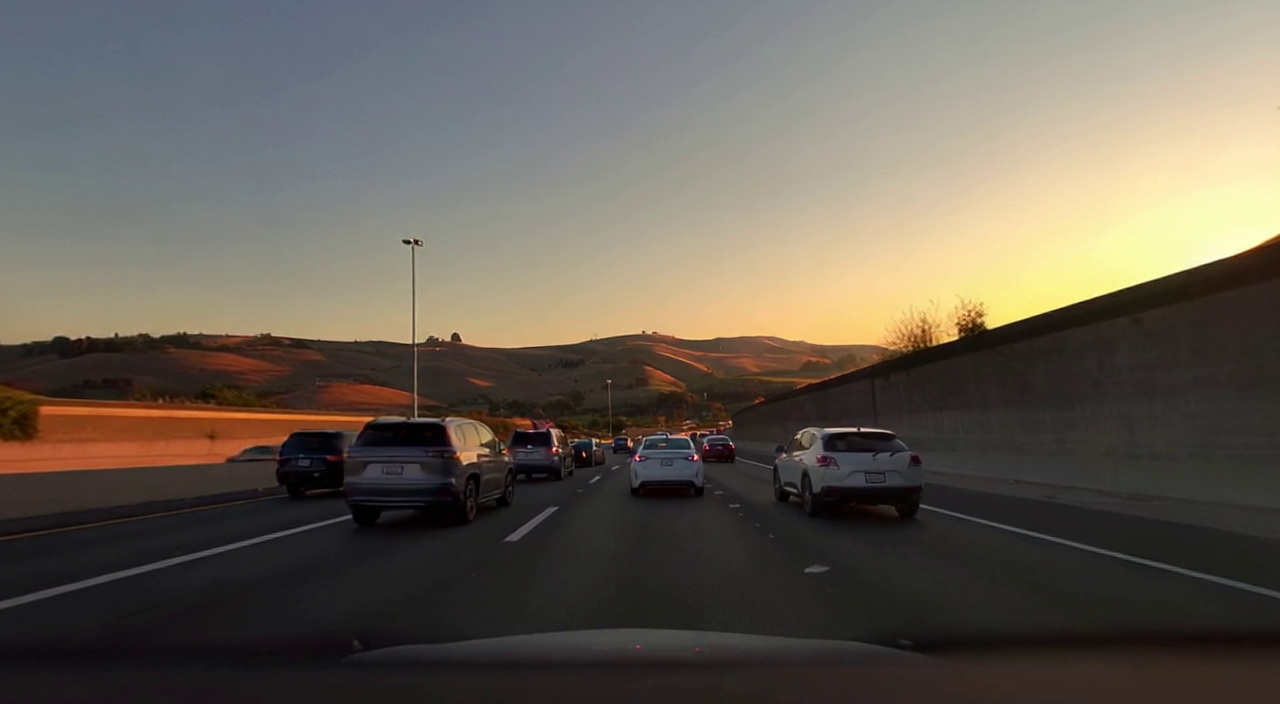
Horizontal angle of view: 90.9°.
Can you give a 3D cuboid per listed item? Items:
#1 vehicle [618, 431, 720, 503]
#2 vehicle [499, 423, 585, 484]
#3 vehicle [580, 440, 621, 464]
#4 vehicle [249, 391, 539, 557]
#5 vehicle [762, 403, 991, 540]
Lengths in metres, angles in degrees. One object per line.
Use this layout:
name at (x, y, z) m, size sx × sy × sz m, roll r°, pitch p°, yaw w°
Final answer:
vehicle at (0.638, 2.703, 15.269) m, size 2.105 × 1.471 × 4.349 m, roll 0°, pitch -8°, yaw 1°
vehicle at (-3.148, 3.391, 21.329) m, size 1.997 × 1.806 × 5.002 m, roll 0°, pitch -8°, yaw 1°
vehicle at (-2.337, 6.021, 38.249) m, size 1.973 × 1.378 × 3.677 m, roll -1°, pitch -8°, yaw 4°
vehicle at (-3.293, 1.797, 10.056) m, size 2.301 × 1.902 × 5.374 m, roll 0°, pitch -8°, yaw 2°
vehicle at (3.493, 1.868, 10.466) m, size 2.046 × 1.765 × 4.534 m, roll 0°, pitch -8°, yaw 0°
